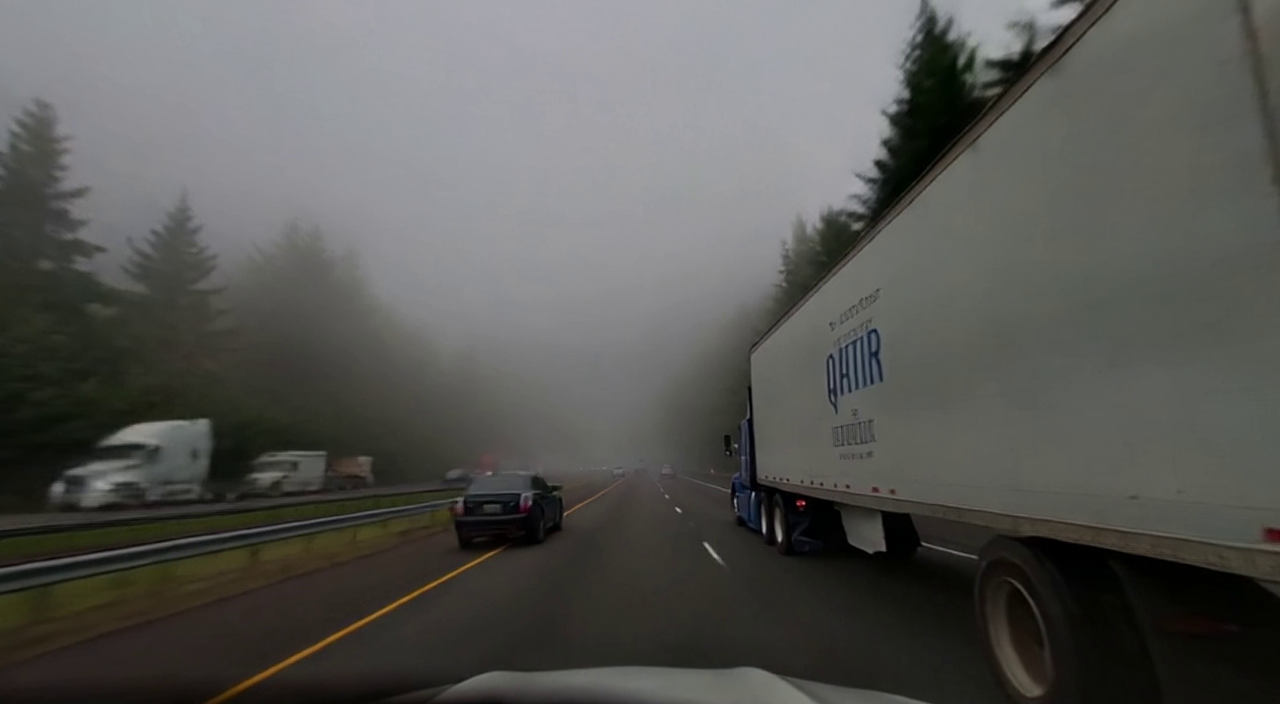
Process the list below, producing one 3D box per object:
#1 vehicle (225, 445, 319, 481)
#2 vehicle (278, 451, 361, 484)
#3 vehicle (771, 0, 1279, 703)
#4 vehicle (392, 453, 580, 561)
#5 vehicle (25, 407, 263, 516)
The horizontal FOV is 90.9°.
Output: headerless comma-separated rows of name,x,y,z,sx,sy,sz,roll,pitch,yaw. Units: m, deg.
vehicle,-20.297,6.201,35.082,2.073,1.808,5.075,0,-10,1
vehicle,-20.273,7.369,40.162,2.562,1.865,5.117,0,-10,0
vehicle,3.748,0.363,5.312,2.871,4.032,10.642,1,-10,-1
vehicle,-2.238,2.413,10.301,2.032,1.407,3.641,0,-11,2
vehicle,-20.478,4.733,27.106,2.987,3.849,8.645,1,-10,0
